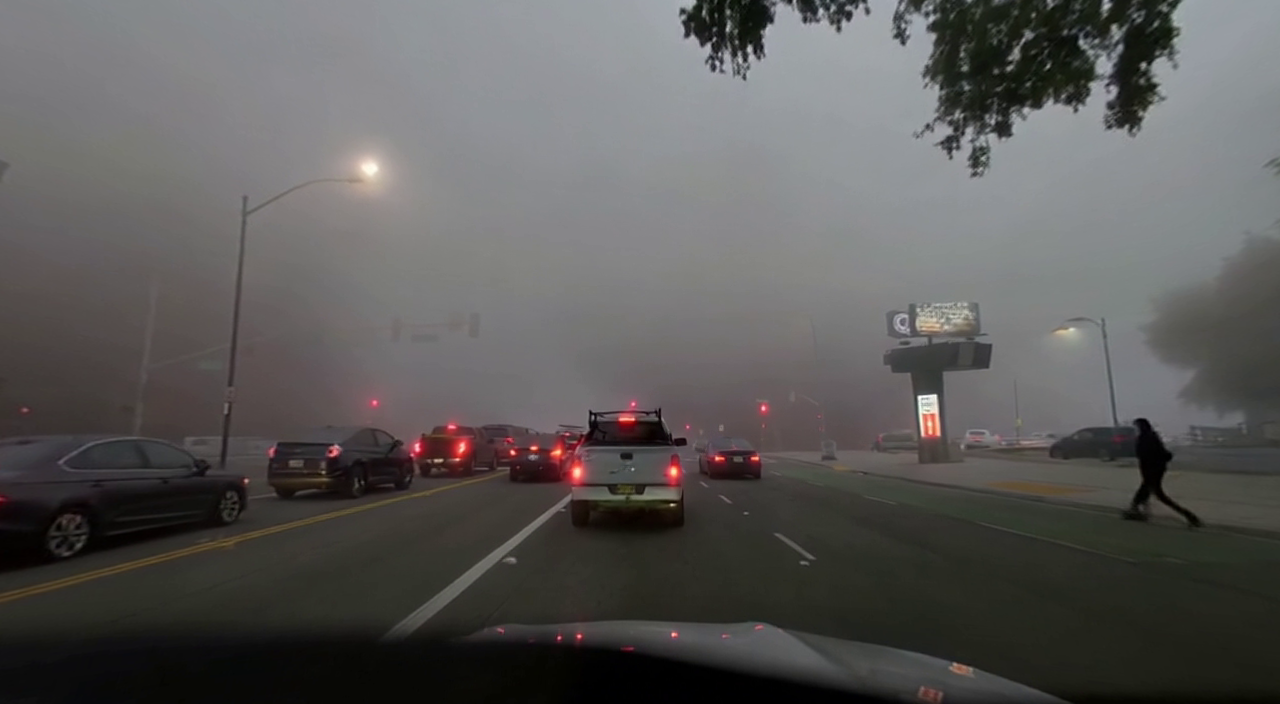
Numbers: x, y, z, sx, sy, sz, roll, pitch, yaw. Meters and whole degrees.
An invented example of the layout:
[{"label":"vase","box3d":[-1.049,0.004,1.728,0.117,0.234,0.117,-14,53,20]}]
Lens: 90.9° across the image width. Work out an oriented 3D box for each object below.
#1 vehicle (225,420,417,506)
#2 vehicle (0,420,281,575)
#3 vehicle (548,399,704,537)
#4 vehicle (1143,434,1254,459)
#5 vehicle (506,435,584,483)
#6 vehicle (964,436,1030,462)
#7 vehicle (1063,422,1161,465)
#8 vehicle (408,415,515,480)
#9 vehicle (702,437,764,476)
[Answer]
[{"label":"vehicle","box3d":[-6.988,2.477,14.480,1.941,1.655,4.503,0,-8,1]},{"label":"vehicle","box3d":[-6.886,1.698,8.196,1.831,1.451,4.382,0,-8,0]},{"label":"vehicle","box3d":[-0.188,1.866,10.619,2.064,1.817,4.298,0,-8,0]},{"label":"vehicle","box3d":[29.800,5.064,33.745,4.176,1.313,1.719,0,-9,3]},{"label":"vehicle","box3d":[-3.141,3.639,21.742,1.894,1.461,4.080,0,-8,2]},{"label":"vehicle","box3d":[20.509,5.560,36.200,3.836,1.443,1.694,6,-10,-34]},{"label":"vehicle","box3d":[19.609,3.795,26.136,4.156,1.622,1.924,6,-10,-35]},{"label":"vehicle","box3d":[-6.270,3.449,22.818,2.496,2.112,4.351,0,-8,1]},{"label":"vehicle","box3d":[3.696,4.228,25.785,2.023,1.441,4.240,0,-8,1]}]
